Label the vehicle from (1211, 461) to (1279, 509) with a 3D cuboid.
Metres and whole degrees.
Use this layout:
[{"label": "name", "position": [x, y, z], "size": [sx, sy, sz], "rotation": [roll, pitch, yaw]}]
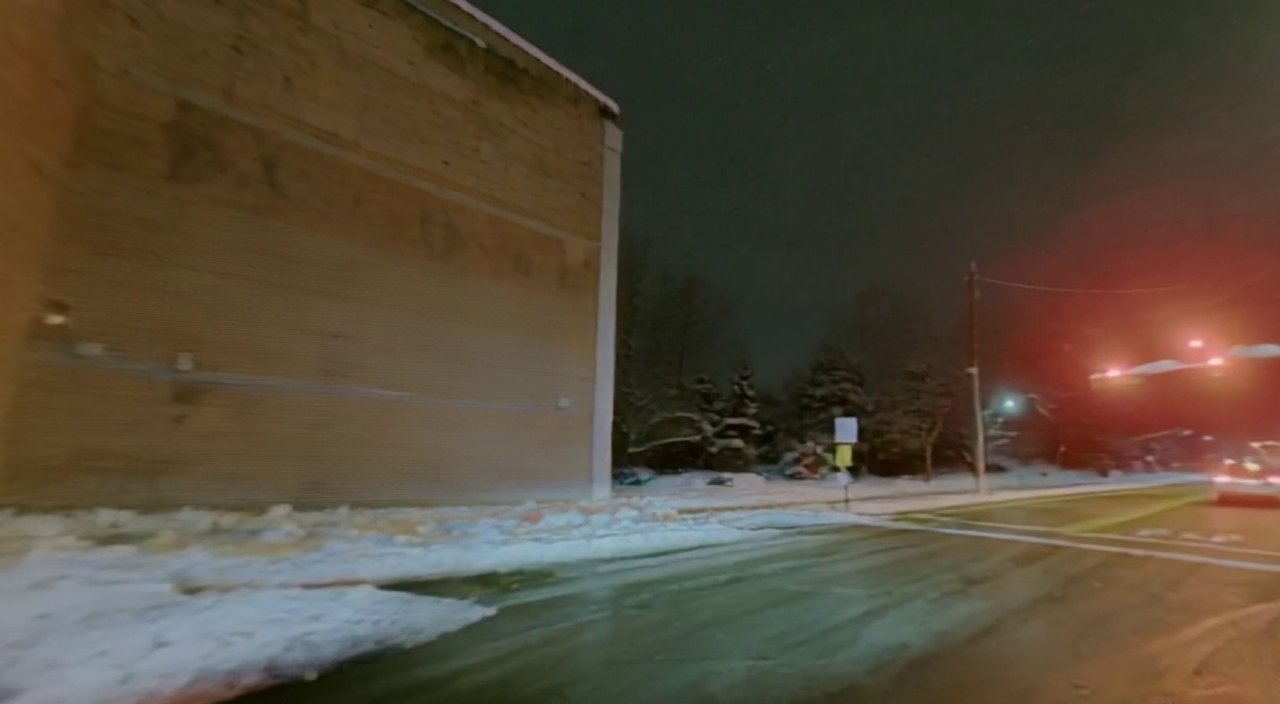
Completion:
[{"label": "vehicle", "position": [24.686, 5.234, 25.191], "size": [4.551, 1.657, 2.218], "rotation": [8, -11, -41]}]
